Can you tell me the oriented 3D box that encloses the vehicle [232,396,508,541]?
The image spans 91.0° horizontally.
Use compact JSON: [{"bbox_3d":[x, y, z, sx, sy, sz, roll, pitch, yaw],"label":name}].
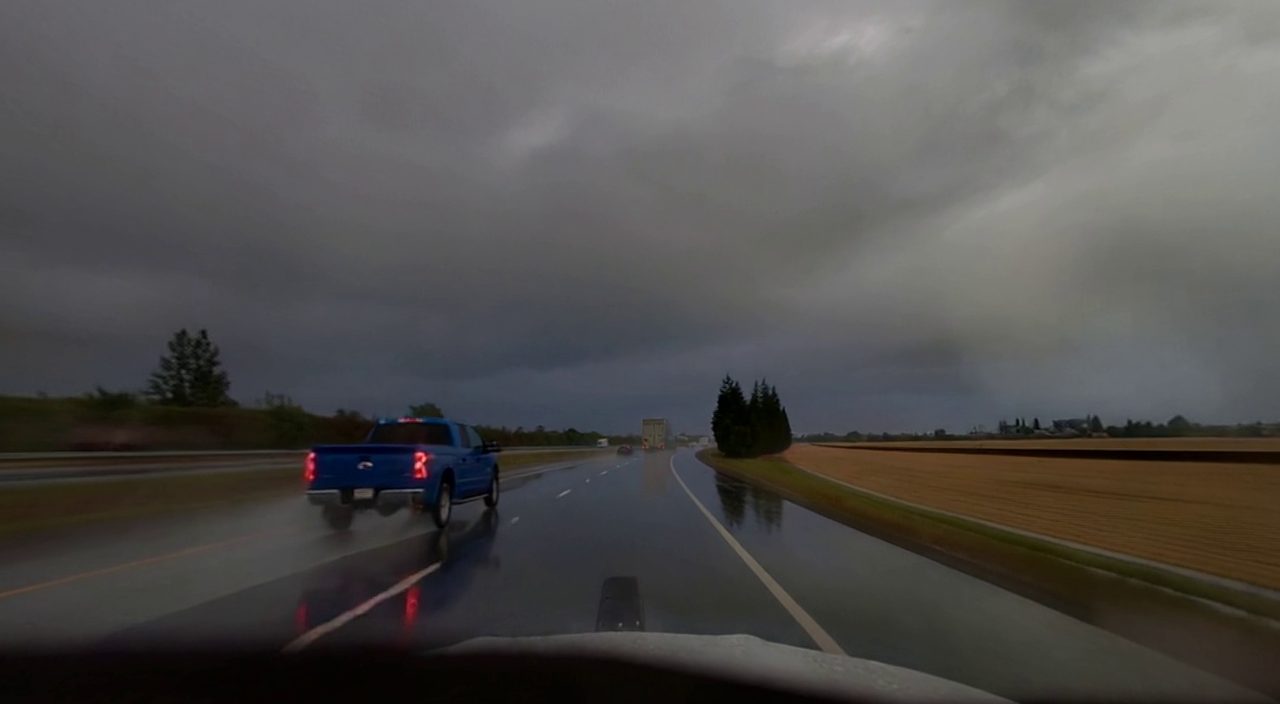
[{"bbox_3d":[-3.934,1.848,10.505,2.295,1.815,4.983,0,-9,1],"label":"vehicle"}]
